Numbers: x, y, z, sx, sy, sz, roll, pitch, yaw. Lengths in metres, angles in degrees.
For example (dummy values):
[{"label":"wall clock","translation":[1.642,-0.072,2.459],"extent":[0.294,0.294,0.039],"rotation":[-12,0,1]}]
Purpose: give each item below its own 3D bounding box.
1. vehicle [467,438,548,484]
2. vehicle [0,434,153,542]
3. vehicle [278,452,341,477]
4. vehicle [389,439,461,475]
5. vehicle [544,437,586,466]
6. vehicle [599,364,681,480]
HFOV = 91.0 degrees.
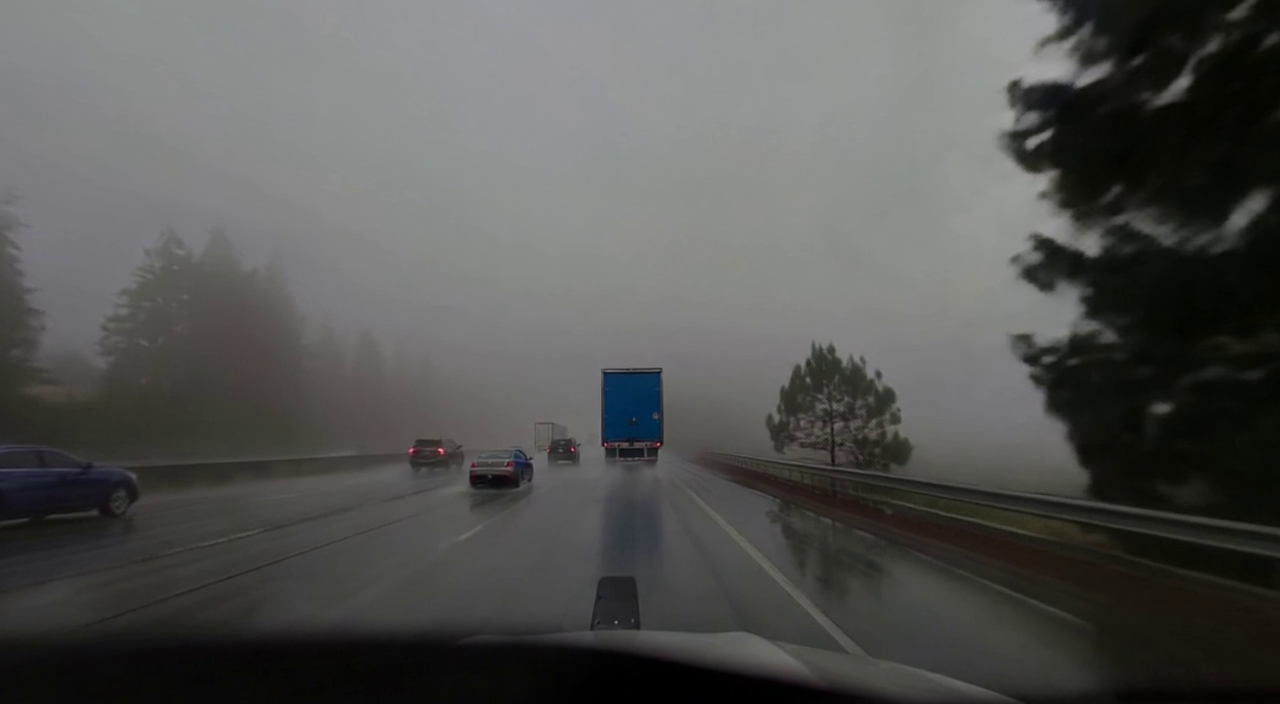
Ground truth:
[{"label":"vehicle","translation":[-4.864,4.046,23.714],"extent":[2.164,1.582,3.979],"rotation":[0,-8,0]},{"label":"vehicle","translation":[-10.048,2.007,9.431],"extent":[1.899,1.517,4.554],"rotation":[0,-8,-1]},{"label":"vehicle","translation":[-21.332,7.242,40.834],"extent":[1.745,1.444,4.404],"rotation":[-1,-8,0]},{"label":"vehicle","translation":[-10.262,4.999,30.370],"extent":[1.952,1.590,4.090],"rotation":[0,-8,1]},{"label":"vehicle","translation":[-4.597,6.150,39.171],"extent":[2.158,1.680,4.087],"rotation":[0,-8,0]},{"label":"vehicle","translation":[-0.223,3.254,27.847],"extent":[2.913,4.113,10.724],"rotation":[0,-8,-2]}]
